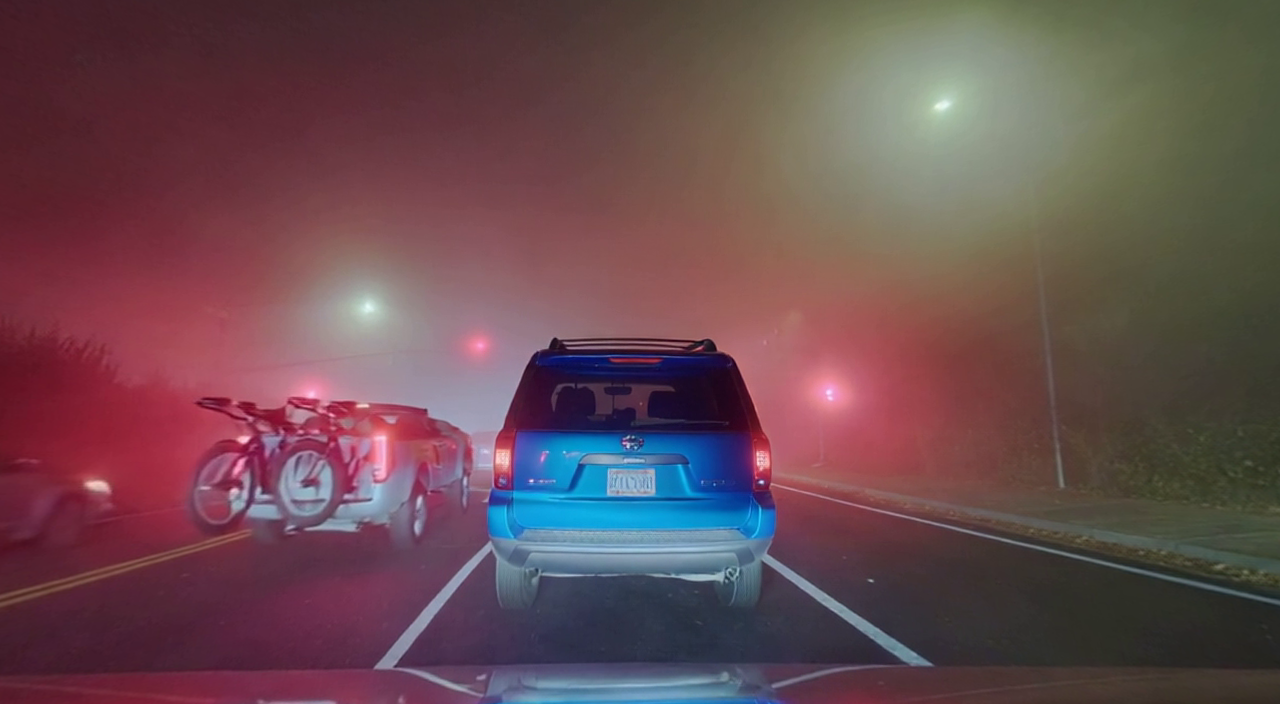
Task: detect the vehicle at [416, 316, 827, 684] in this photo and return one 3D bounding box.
[{"bbox_3d":[-0.230,1.160,5.998,2.333,2.087,4.586,0,-8,-4],"label":"vehicle"}]

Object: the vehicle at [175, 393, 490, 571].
[{"bbox_3d":[-3.888,1.772,9.457,2.337,1.858,5.409,1,-8,-5],"label":"vehicle"}]

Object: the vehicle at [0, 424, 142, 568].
[{"bbox_3d":[-7.785,1.461,6.252,2.024,1.511,4.550,0,-8,-1],"label":"vehicle"}]
